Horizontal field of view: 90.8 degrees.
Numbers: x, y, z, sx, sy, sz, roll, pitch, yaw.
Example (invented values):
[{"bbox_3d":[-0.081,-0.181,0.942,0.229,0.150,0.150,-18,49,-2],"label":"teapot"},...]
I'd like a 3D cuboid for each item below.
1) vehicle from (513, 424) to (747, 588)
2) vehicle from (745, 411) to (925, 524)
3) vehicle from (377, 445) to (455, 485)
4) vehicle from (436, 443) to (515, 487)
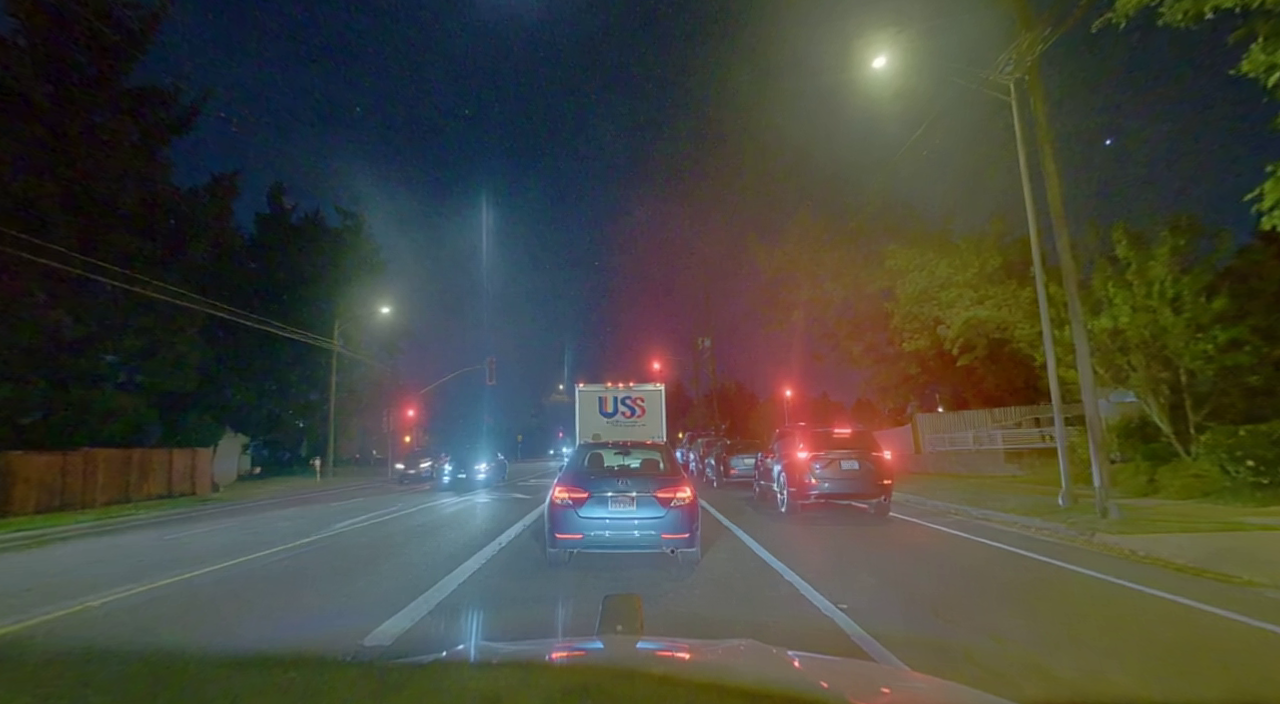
[{"bbox_3d":[-0.146,1.720,7.945,2.135,1.483,4.207,0,-8,-2],"label":"vehicle"},{"bbox_3d":[3.597,2.240,12.758,2.145,1.847,4.524,0,-8,0],"label":"vehicle"},{"bbox_3d":[-9.935,5.012,28.426,1.955,1.658,4.490,0,-8,-1],"label":"vehicle"},{"bbox_3d":[-6.227,4.296,24.488,1.800,1.520,4.691,0,-8,0],"label":"vehicle"}]
